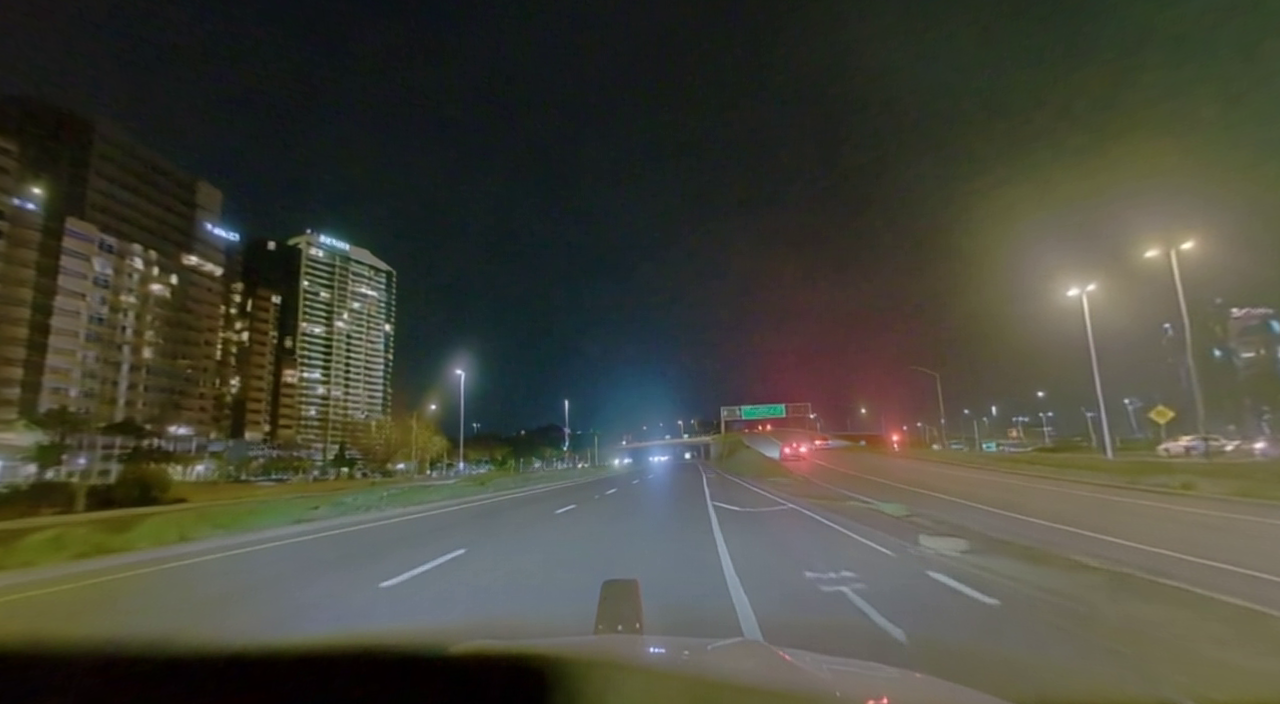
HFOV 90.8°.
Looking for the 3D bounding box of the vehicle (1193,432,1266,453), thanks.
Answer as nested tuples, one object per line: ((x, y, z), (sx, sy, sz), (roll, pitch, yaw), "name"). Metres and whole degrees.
((43.495, 6.708, 46.671), (1.812, 1.481, 3.505), (1, -8, -6), "vehicle")

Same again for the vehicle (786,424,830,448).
((11.332, 5.737, 42.806), (2.048, 1.516, 3.874), (-1, -8, 2), "vehicle")
